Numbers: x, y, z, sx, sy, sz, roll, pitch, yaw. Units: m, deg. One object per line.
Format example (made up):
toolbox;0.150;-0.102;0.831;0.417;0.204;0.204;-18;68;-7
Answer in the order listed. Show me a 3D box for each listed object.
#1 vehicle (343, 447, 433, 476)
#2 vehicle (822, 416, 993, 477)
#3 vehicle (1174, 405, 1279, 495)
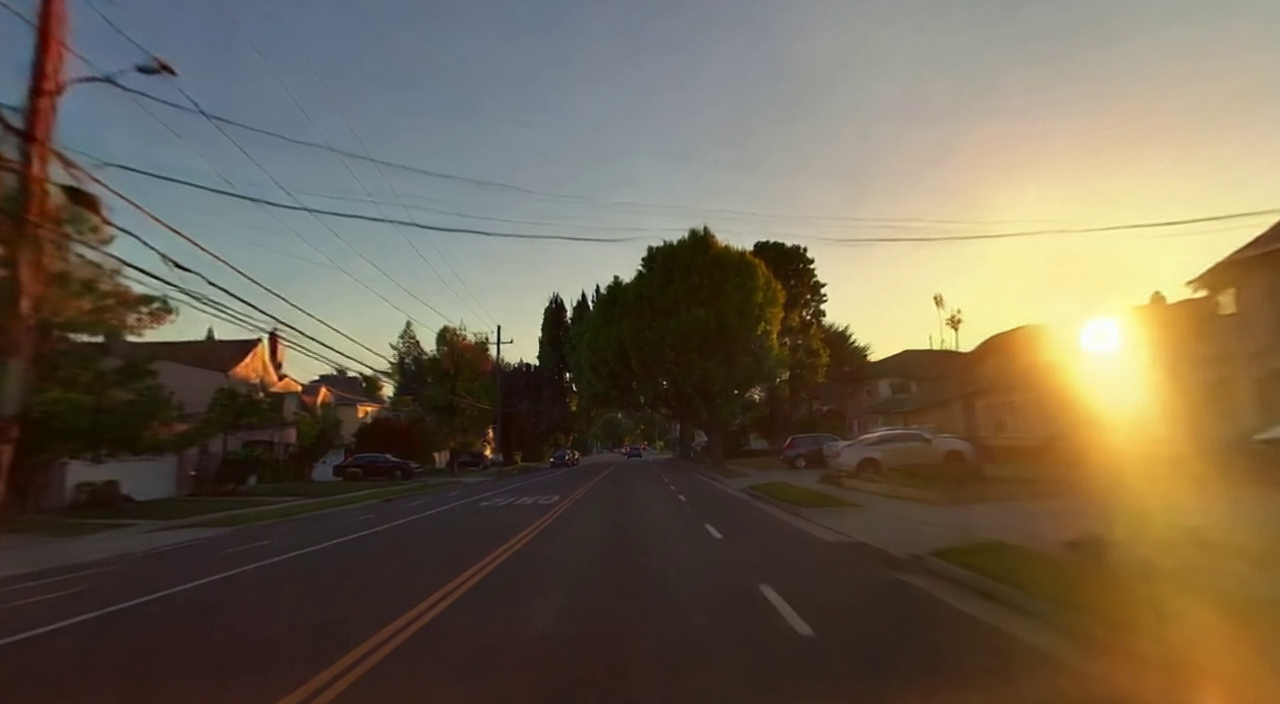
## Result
vehicle;-14.989;6.516;37.765;4.501;1.689;2.106;0;-8;1
vehicle;8.883;3.193;21.371;4.747;1.942;2.158;0;-8;1
vehicle;11.819;1.576;10.372;1.973;1.481;4.745;-4;-7;1
